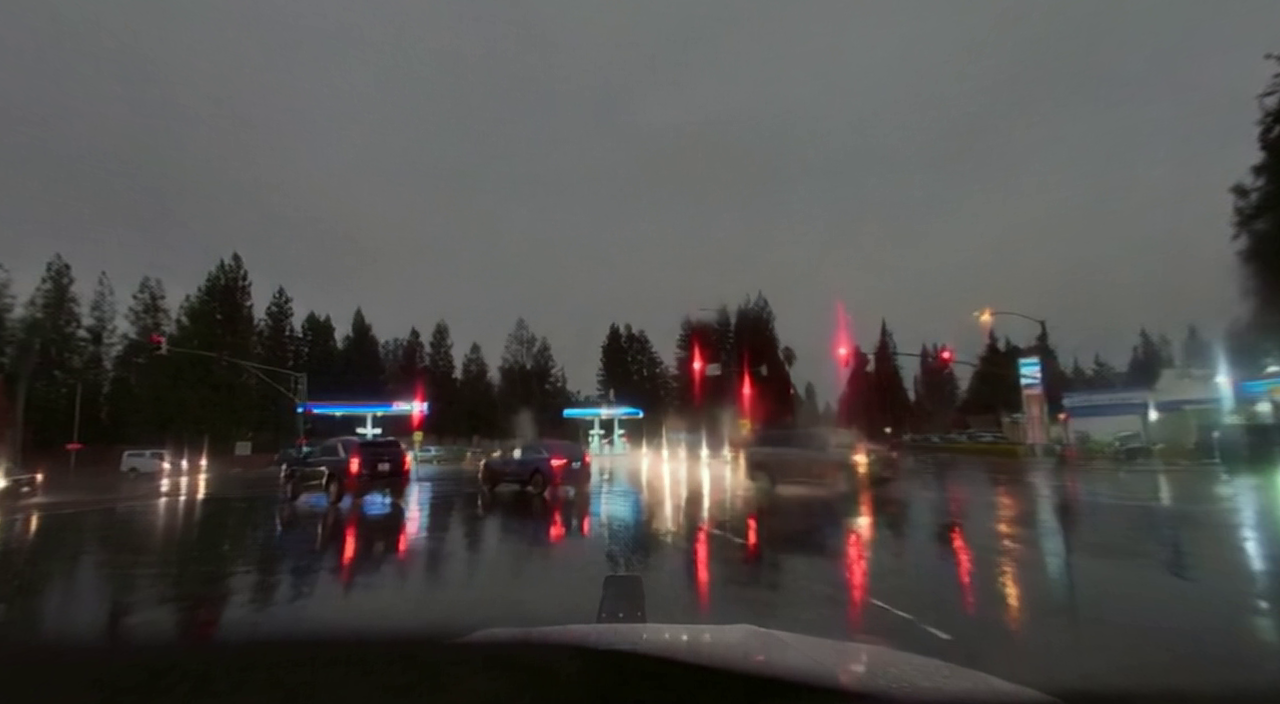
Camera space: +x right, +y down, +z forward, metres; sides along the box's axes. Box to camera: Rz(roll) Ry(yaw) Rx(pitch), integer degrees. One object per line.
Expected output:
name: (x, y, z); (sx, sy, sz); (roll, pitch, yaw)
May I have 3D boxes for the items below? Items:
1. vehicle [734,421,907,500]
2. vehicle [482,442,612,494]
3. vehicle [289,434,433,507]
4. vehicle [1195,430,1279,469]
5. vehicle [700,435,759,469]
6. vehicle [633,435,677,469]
vehicle: (4.649, 2.877, 17.111); (2.016, 1.828, 4.503); (4, -9, -24)
vehicle: (-3.072, 3.624, 20.221); (1.965, 1.460, 4.581); (7, -11, -40)
vehicle: (-8.138, 3.302, 18.243); (2.351, 1.733, 4.616); (5, -9, -43)
vehicle: (29.443, 4.525, 29.309); (4.952, 1.745, 2.184); (-3, -9, 20)
vehicle: (4.467, 5.053, 32.168); (1.976, 1.573, 4.543); (1, -9, -5)
vehicle: (0.755, 5.196, 32.924); (2.126, 1.626, 4.585); (0, -8, 1)
